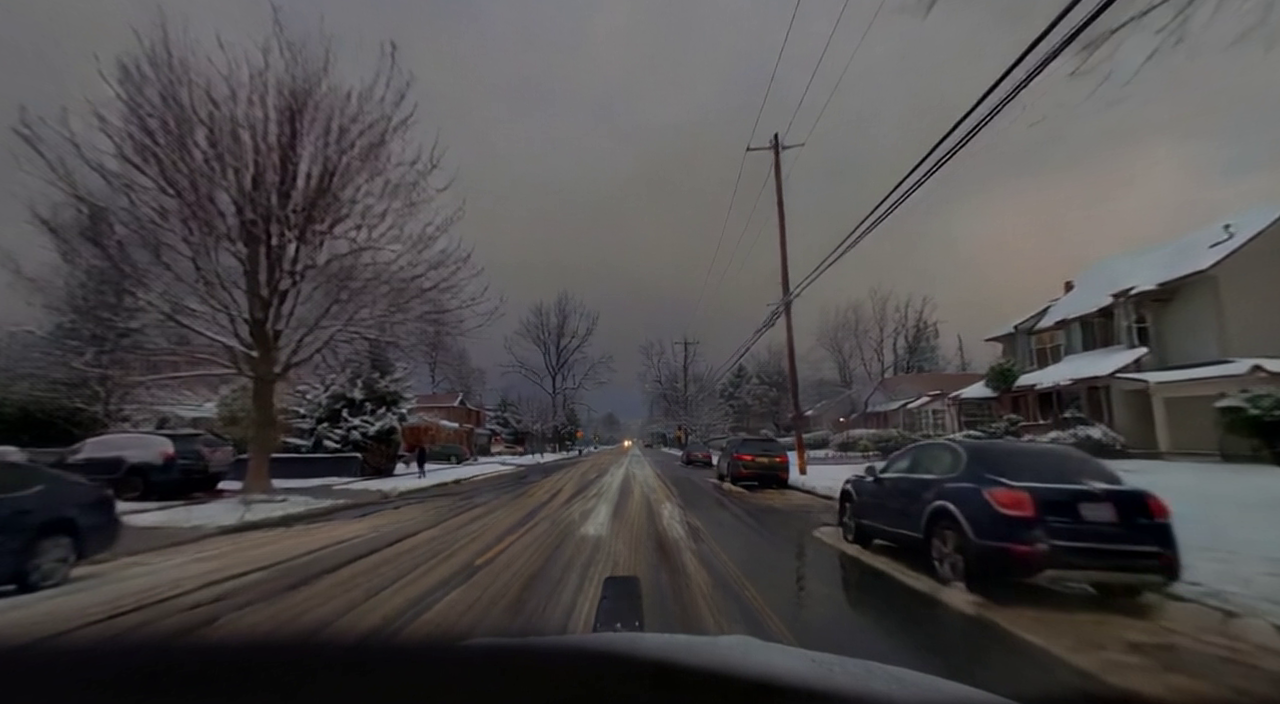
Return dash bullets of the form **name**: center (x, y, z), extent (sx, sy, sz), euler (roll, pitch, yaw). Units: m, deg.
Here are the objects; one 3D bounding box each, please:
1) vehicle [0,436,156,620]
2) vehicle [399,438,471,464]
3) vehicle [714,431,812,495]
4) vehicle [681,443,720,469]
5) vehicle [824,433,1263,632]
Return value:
- **vehicle**: center (-6.274, 1.391, 4.501), extent (1.985, 1.497, 4.655), euler (-2, -8, -1)
- **vehicle**: center (-15.715, 7.602, 48.414), extent (4.882, 1.777, 2.025), euler (-2, -9, -2)
- **vehicle**: center (3.754, 3.497, 20.222), extent (2.039, 1.780, 4.884), euler (0, -9, -2)
- **vehicle**: center (3.738, 6.540, 39.734), extent (1.897, 1.521, 4.835), euler (0, -9, -1)
- **vehicle**: center (3.796, 1.736, 7.173), extent (1.949, 1.505, 4.483), euler (0, -9, -1)
